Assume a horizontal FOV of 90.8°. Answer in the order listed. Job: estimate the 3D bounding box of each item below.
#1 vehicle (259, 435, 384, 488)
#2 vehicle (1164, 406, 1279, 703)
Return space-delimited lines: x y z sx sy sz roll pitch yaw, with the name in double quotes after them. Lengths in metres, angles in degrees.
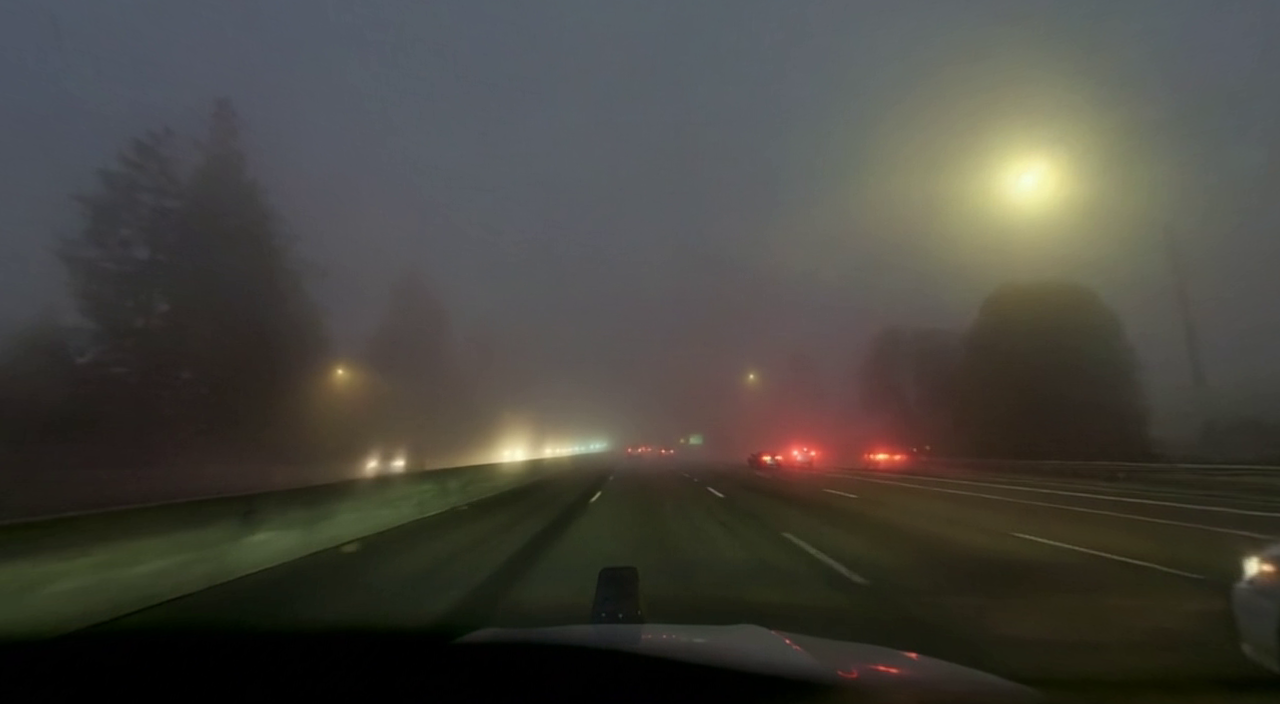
-10.157 3.506 20.566 1.943 1.511 4.119 0 -8 0 "vehicle"
3.880 0.707 0.954 2.018 1.477 4.800 0 -8 -1 "vehicle"
